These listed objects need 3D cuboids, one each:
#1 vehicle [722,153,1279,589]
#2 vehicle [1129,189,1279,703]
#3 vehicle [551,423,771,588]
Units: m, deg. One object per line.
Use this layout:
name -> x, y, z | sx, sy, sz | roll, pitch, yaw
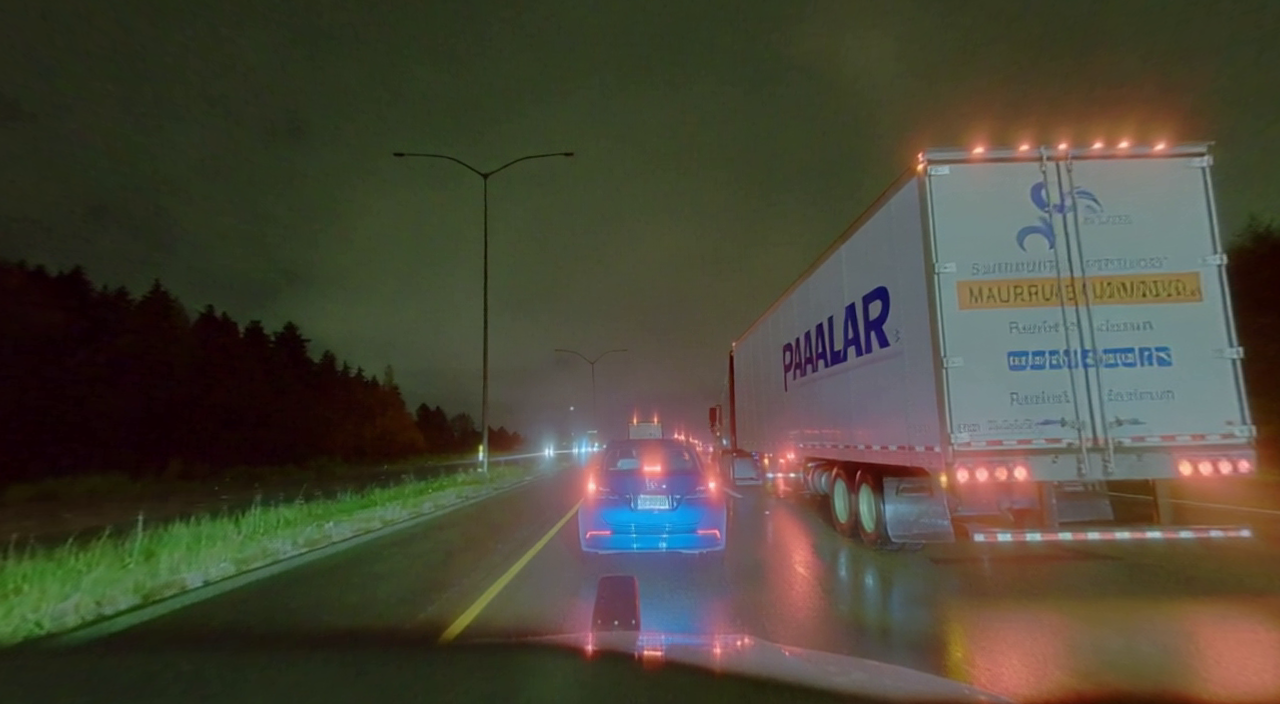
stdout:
vehicle -> 4.212, 1.075, 12.979 | 2.827, 4.081, 14.305 | 0, -8, -1
vehicle -> 4.731, 0.132, 0.671 | 2.892, 2.615, 6.650 | 0, -8, -1
vehicle -> 0.182, 1.686, 7.717 | 2.045, 1.490, 3.597 | -1, -8, 0
